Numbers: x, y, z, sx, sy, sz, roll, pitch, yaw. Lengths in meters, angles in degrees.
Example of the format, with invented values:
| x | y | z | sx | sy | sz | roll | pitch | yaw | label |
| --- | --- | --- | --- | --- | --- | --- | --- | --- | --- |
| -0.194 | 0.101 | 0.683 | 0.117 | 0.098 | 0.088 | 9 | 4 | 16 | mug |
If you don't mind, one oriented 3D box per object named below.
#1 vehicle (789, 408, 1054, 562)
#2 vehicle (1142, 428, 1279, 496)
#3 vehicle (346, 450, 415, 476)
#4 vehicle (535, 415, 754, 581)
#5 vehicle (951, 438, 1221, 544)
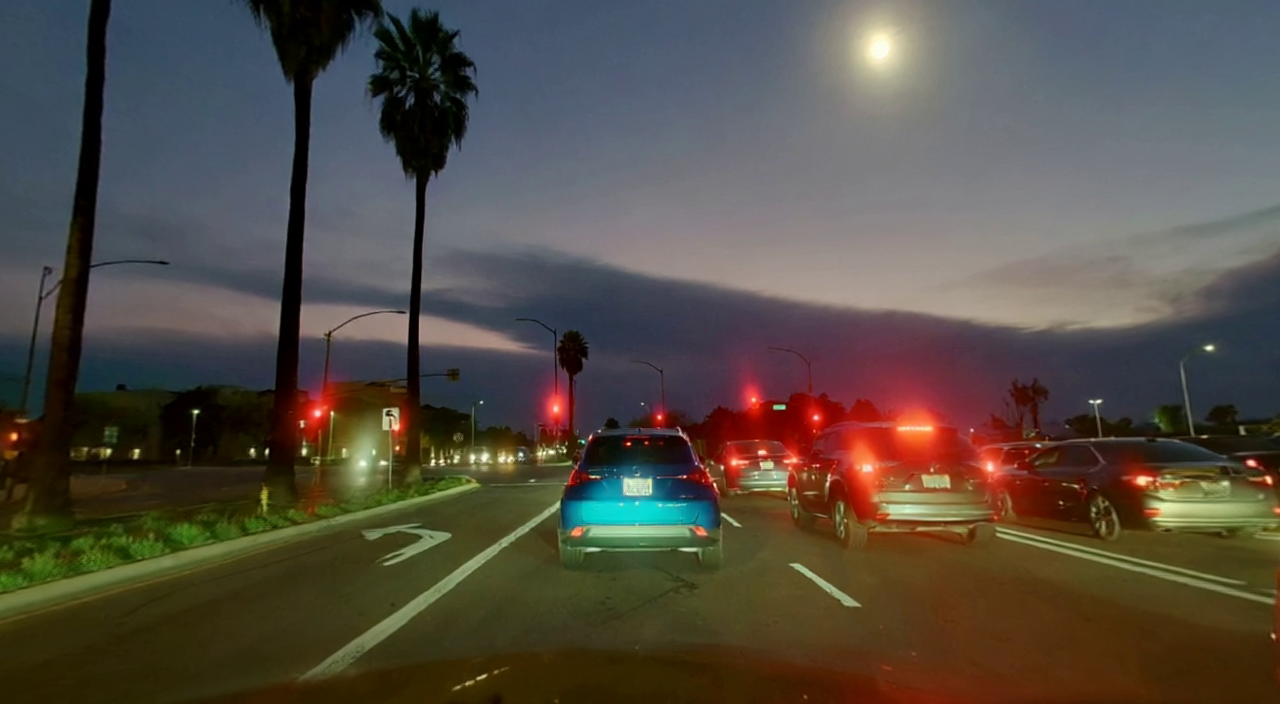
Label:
| x | y | z | sx | sy | sz | roll | pitch | yaw | label |
| --- | --- | --- | --- | --- | --- | --- | --- | --- | --- |
| 3.667 | 1.815 | 9.251 | 1.947 | 1.725 | 4.159 | 0 | -9 | 0 | vehicle |
| 18.046 | 3.200 | 18.503 | 4.786 | 1.848 | 2.107 | 0 | -9 | -1 | vehicle |
| -15.999 | 6.864 | 39.241 | 2.021 | 1.464 | 4.505 | -1 | -9 | 6 | vehicle |
| 0.023 | 1.709 | 8.116 | 2.083 | 1.572 | 4.021 | 0 | -9 | -1 | vehicle |
| 7.365 | 2.290 | 11.058 | 1.832 | 1.477 | 3.981 | 0 | -9 | 1 | vehicle |
